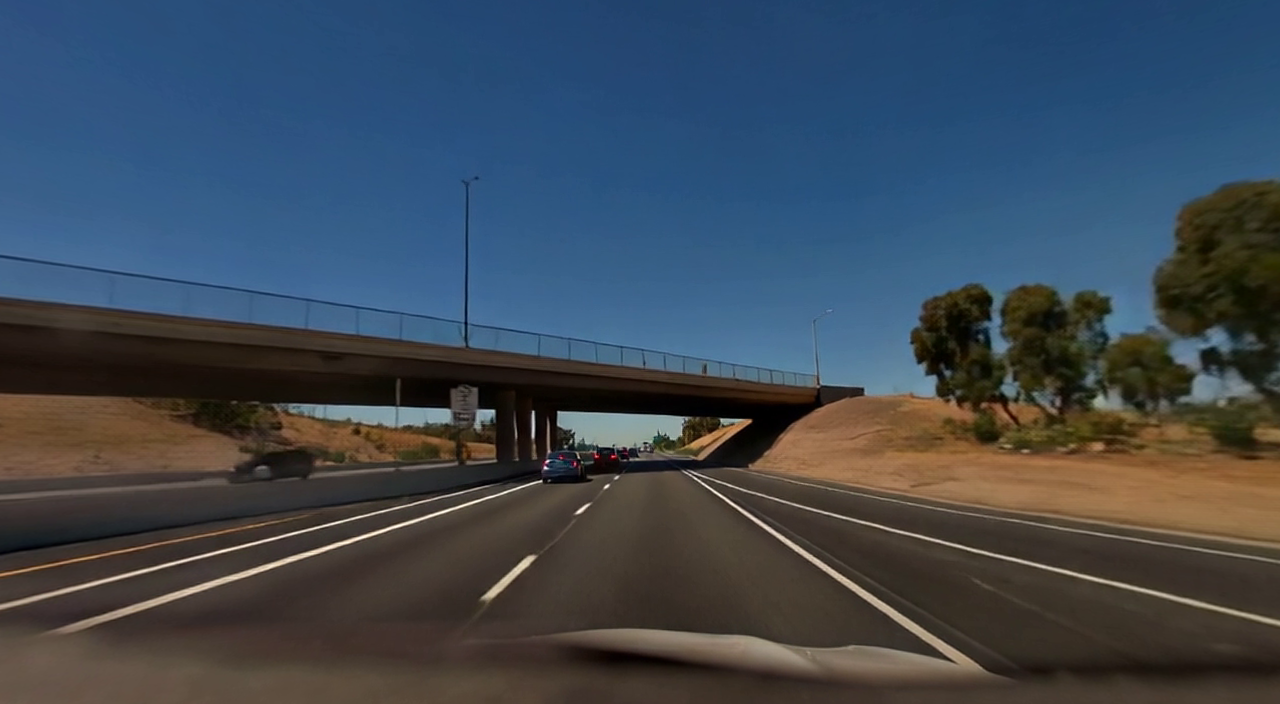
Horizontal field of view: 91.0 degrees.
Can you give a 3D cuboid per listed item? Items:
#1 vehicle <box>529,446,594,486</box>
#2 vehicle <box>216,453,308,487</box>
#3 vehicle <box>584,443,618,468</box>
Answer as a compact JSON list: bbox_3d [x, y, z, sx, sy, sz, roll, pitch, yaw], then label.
[{"bbox_3d":[-3.203,4.797,26.763,2.044,1.527,4.607,0,-9,2],"label":"vehicle"},{"bbox_3d":[-19.620,6.111,32.945,1.916,1.621,4.452,0,-9,1],"label":"vehicle"},{"bbox_3d":[-2.977,8.053,49.044,2.177,1.852,4.427,-1,-9,2],"label":"vehicle"}]
